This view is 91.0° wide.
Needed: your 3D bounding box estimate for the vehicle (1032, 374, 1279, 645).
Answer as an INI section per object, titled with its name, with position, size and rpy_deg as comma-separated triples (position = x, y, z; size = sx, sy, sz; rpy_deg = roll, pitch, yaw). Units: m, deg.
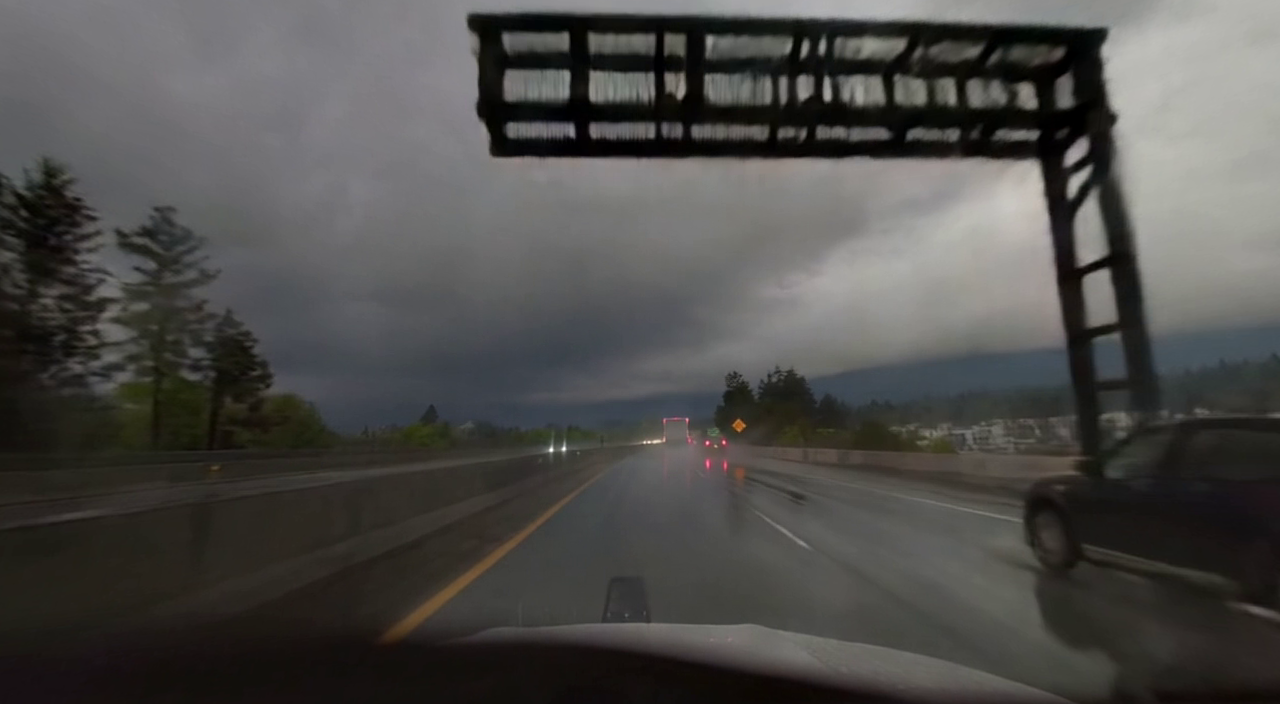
[vehicle]
position = 4.677, 0.932, 3.767
size = 1.954, 1.550, 4.140
rpy_deg = 0, -8, 0
